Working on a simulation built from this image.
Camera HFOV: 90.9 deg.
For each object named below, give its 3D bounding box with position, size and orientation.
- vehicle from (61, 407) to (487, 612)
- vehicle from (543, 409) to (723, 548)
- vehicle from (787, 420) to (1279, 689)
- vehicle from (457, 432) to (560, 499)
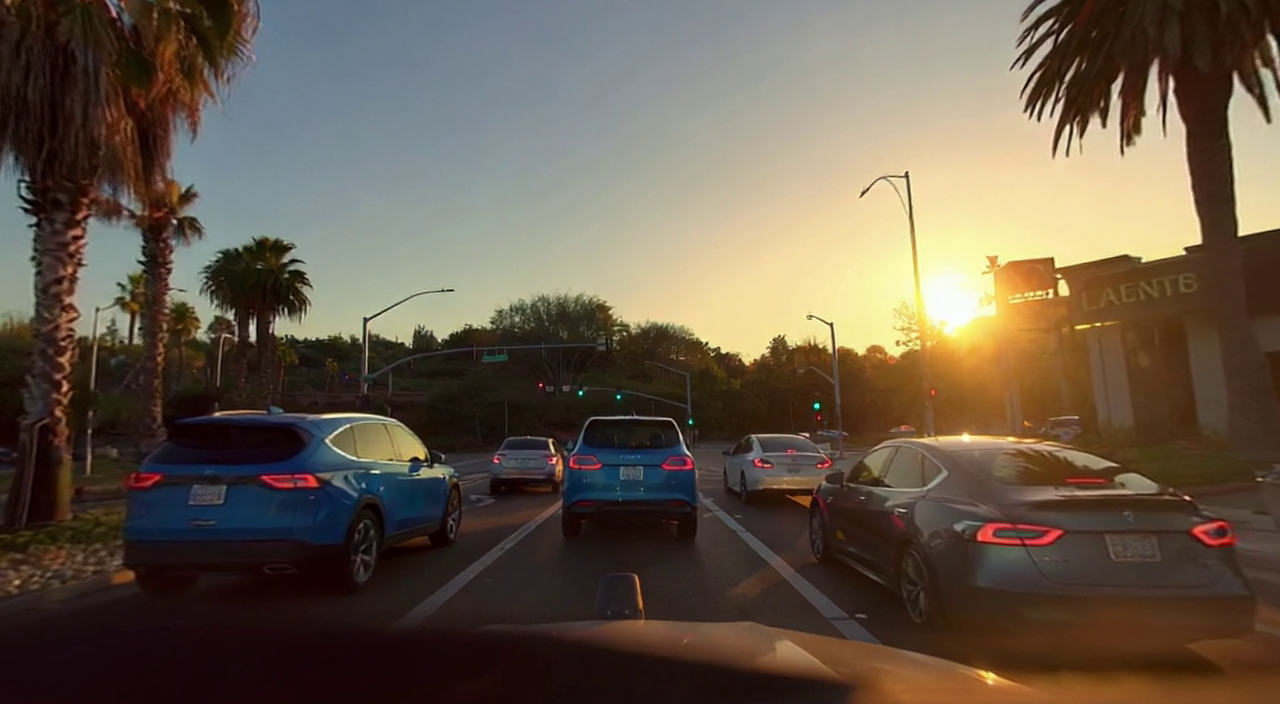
[{"bbox_3d":[-3.332,1.529,7.065,2.014,1.534,4.455,0,-9,1],"label":"vehicle"},{"bbox_3d":[-0.144,1.928,10.267,2.280,1.747,4.361,0,-8,-2],"label":"vehicle"},{"bbox_3d":[2.969,1.477,5.907,2.017,1.491,4.611,0,-8,-1],"label":"vehicle"},{"bbox_3d":[-3.376,2.981,16.914,1.927,1.568,3.733,0,-8,0],"label":"vehicle"}]
